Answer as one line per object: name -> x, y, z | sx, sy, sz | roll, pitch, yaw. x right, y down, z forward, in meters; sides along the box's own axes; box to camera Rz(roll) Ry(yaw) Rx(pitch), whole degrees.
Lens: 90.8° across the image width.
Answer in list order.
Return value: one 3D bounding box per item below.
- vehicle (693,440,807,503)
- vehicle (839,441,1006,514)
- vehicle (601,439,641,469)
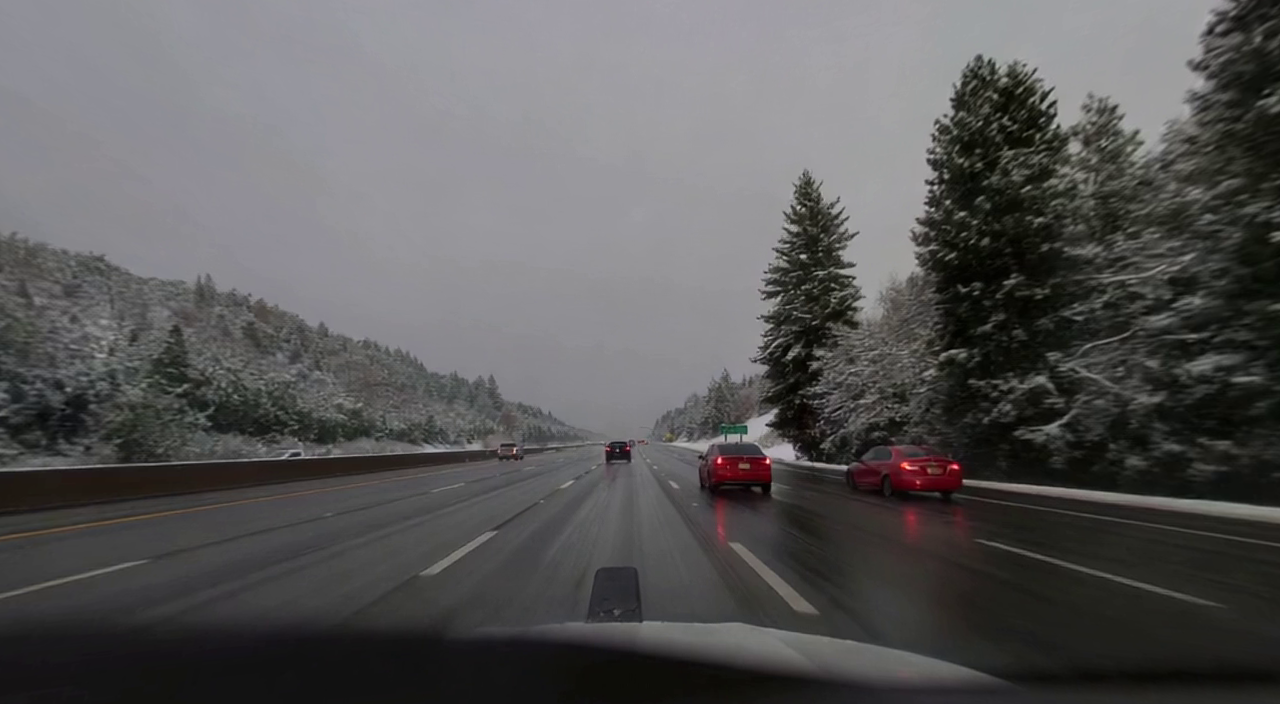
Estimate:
vehicle -> 2.844, 3.219, 17.576 | 2.120, 1.492, 4.734 | 0, -8, -3
vehicle -> 6.476, 2.890, 15.120 | 1.845, 1.452, 4.352 | 0, -8, -2
vehicle -> -1.125, 6.081, 37.836 | 2.277, 1.675, 4.023 | 0, -8, -1
